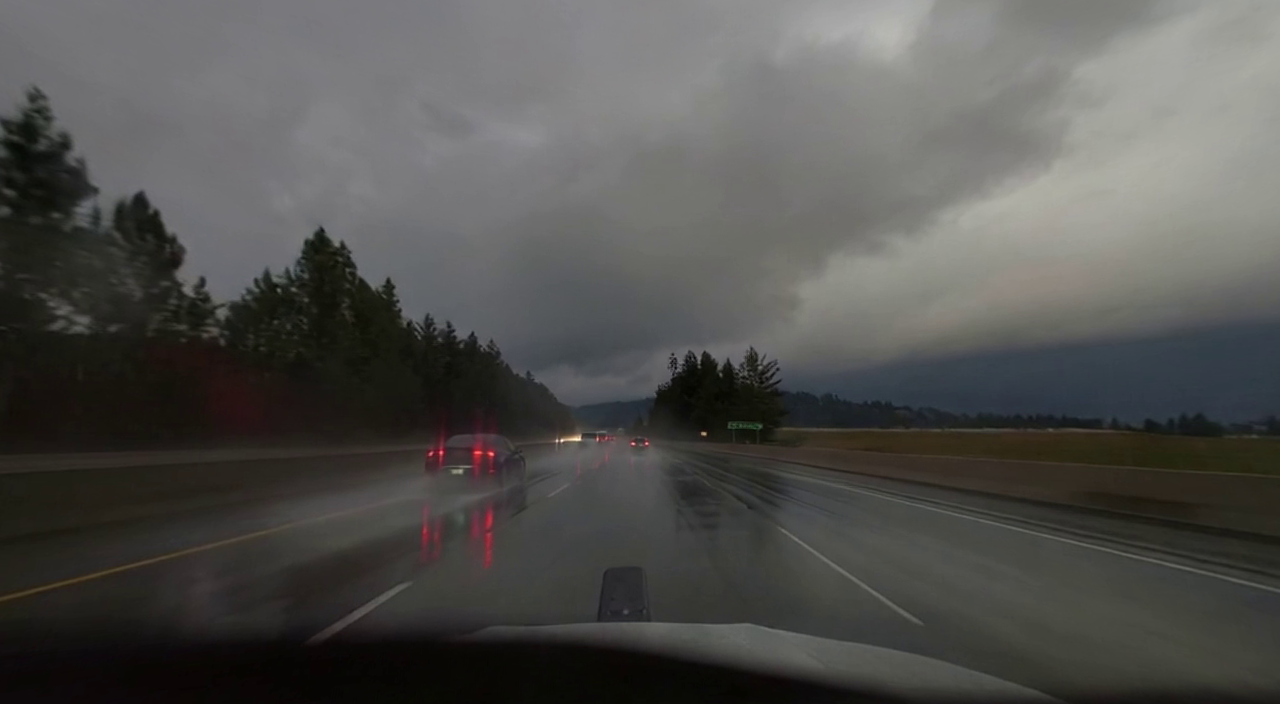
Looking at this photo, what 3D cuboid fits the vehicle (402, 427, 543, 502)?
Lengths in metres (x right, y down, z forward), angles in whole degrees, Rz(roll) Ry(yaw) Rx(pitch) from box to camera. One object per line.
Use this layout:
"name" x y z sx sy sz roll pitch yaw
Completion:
"vehicle" -3.907 2.717 15.663 2.190 1.571 4.643 0 -8 1
